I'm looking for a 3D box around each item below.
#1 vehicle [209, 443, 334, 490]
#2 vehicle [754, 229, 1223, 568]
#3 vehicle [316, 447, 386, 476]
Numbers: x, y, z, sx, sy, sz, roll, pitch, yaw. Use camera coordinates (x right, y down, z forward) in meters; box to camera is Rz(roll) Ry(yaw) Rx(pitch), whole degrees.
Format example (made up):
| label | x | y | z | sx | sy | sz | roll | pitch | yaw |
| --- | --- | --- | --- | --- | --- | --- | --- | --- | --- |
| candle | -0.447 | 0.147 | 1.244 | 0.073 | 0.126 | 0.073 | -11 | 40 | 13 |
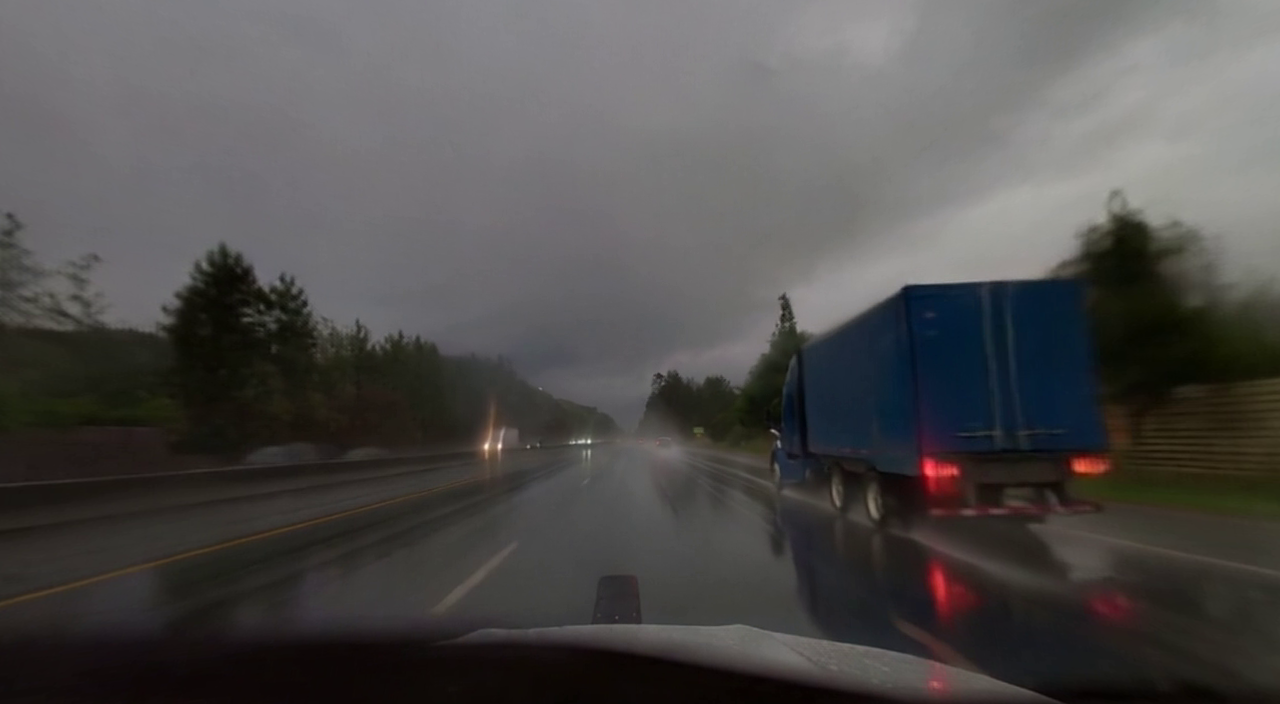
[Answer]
| label | x | y | z | sx | sy | sz | roll | pitch | yaw |
| --- | --- | --- | --- | --- | --- | --- | --- | --- | --- |
| vehicle | -12.734 | 3.932 | 22.104 | 1.841 | 1.432 | 4.245 | -1 | -8 | 0 |
| vehicle | 4.109 | 0.932 | 10.127 | 2.766 | 3.349 | 7.796 | 0 | -8 | -2 |
| vehicle | -16.256 | 6.151 | 35.628 | 1.867 | 1.442 | 4.385 | -1 | -8 | 0 |
